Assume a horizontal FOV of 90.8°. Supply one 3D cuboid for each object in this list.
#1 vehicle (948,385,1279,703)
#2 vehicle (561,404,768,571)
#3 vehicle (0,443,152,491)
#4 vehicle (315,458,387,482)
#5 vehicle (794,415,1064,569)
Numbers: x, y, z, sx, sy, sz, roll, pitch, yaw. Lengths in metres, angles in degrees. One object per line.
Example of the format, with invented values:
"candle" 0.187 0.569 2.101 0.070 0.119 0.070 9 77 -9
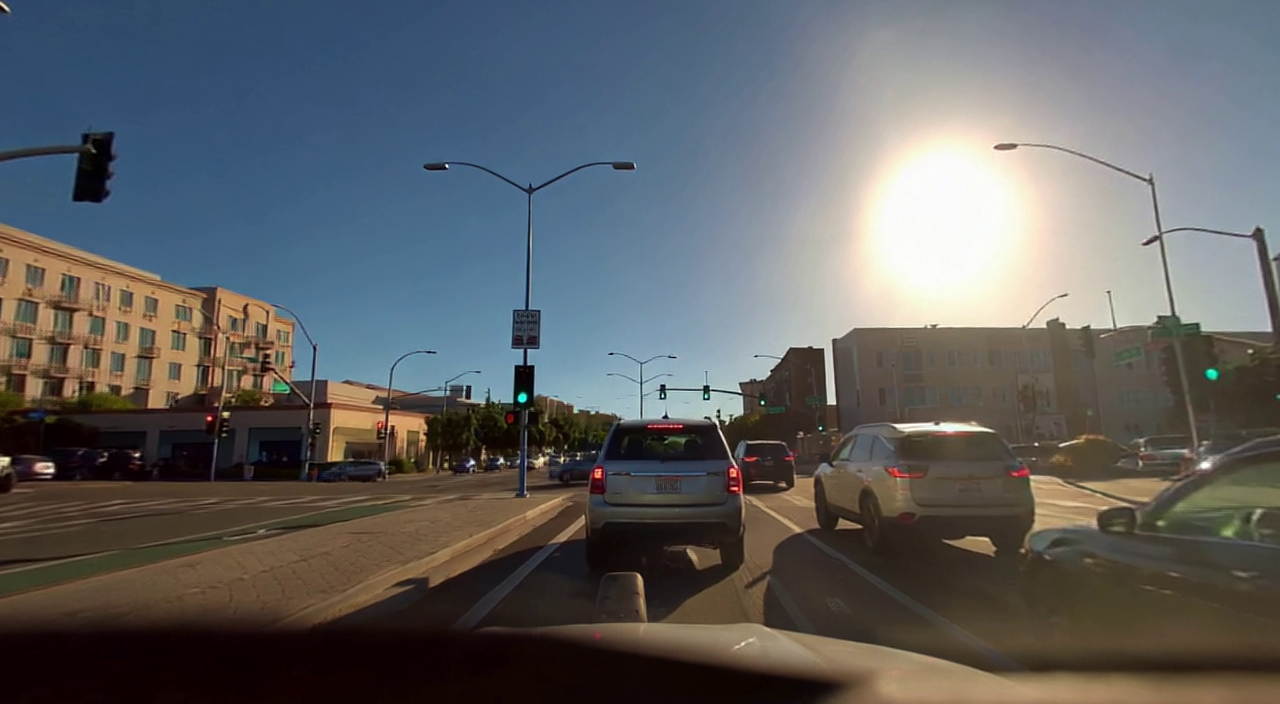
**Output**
"vehicle" 3.230 0.889 2.228 2.056 1.516 4.776 0 -9 3
"vehicle" 0.320 1.841 9.313 2.292 1.840 4.394 0 -9 1
"vehicle" -24.671 4.937 27.375 5.062 1.946 2.243 0 -9 -1
"vehicle" -19.757 8.085 43.334 1.872 1.477 3.981 -6 -10 32
"vehicle" 3.747 1.894 9.258 2.018 1.701 4.288 0 -9 2
